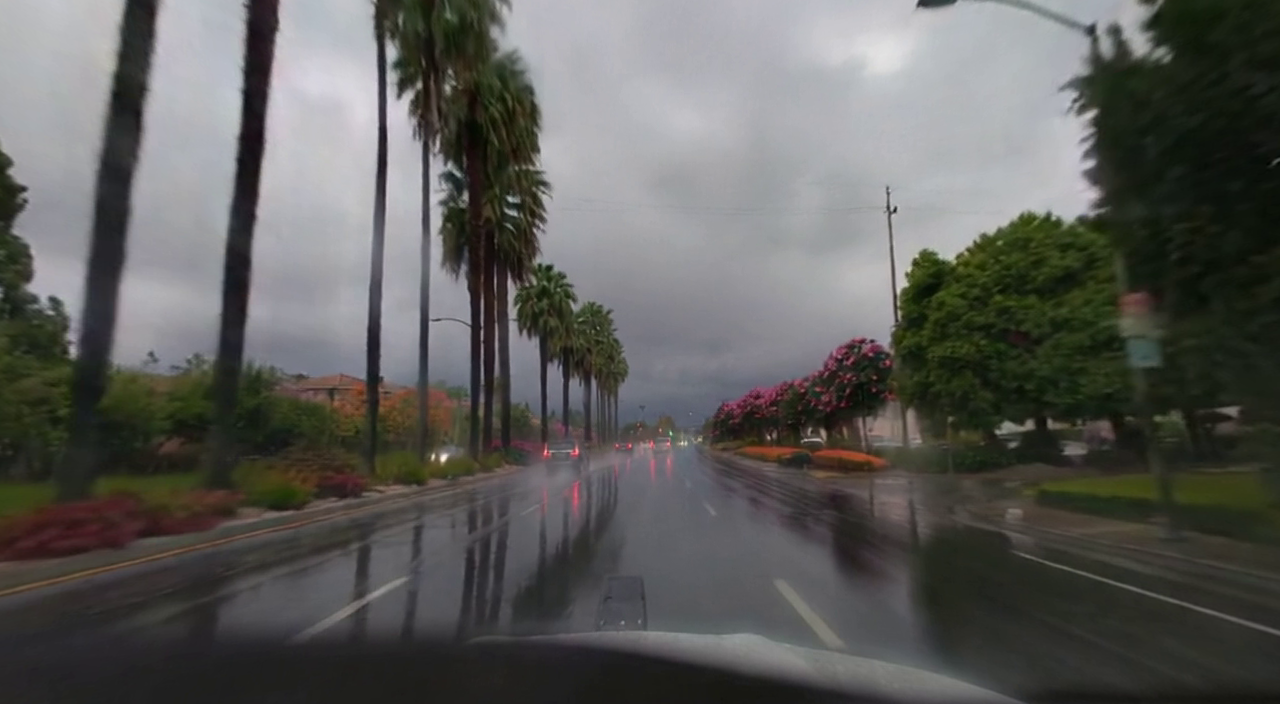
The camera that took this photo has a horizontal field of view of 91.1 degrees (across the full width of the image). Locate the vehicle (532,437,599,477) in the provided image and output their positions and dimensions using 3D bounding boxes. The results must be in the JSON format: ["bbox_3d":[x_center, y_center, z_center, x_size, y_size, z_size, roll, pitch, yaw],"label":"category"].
[{"bbox_3d":[-2.969,4.307,26.033,2.036,1.478,4.508,0,-8,2],"label":"vehicle"}]
